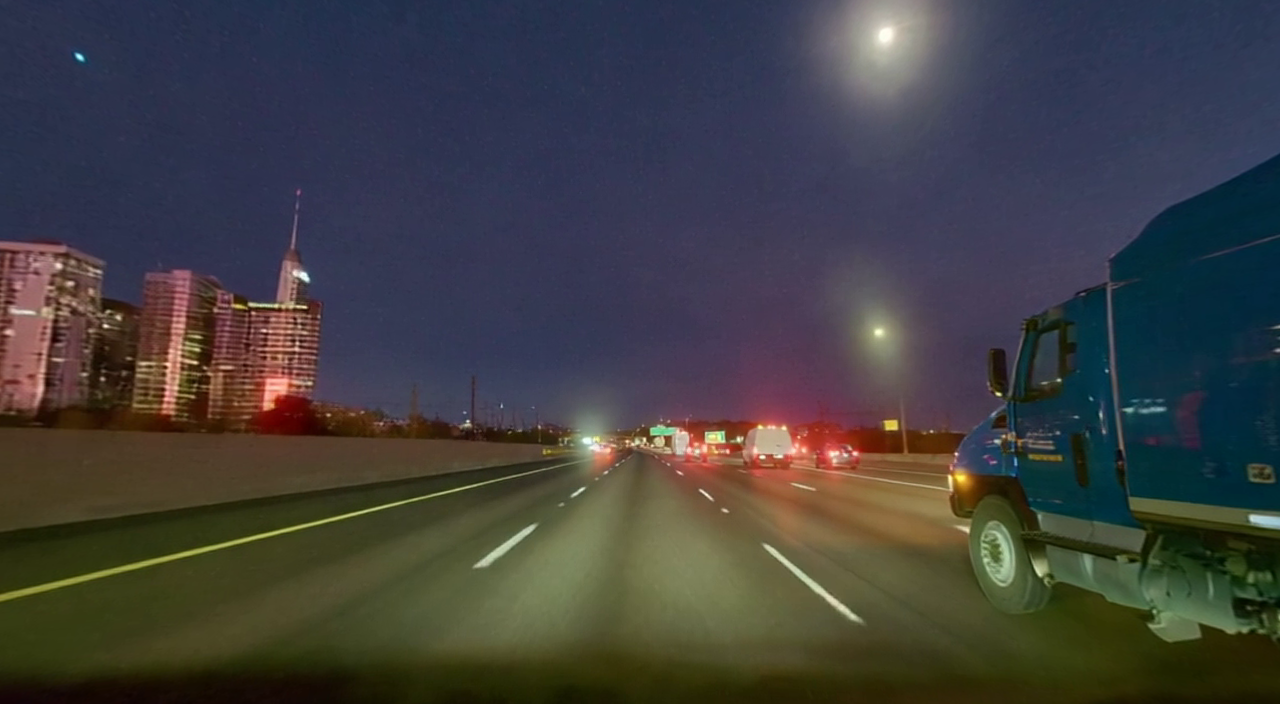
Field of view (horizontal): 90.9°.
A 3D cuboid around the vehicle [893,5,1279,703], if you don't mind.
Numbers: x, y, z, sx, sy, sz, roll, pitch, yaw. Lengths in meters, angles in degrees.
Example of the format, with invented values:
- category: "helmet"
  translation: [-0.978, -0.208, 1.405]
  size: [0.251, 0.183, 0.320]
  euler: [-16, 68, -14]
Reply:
- category: "vehicle"
  translation: [3.333, 0.154, 1.486]
  size: [2.436, 2.745, 7.034]
  euler: [0, -8, -1]

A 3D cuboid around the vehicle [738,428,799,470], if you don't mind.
- category: "vehicle"
  translation: [7.265, 5.547, 36.315]
  size: [2.301, 2.203, 5.419]
  euler: [0, -8, -1]

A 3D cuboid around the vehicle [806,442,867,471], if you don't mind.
- category: "vehicle"
  translation: [10.781, 5.773, 34.997]
  size: [1.976, 1.474, 4.779]
  euler: [0, -9, 1]

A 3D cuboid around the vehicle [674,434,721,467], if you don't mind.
- category: "vehicle"
  translation: [3.655, 6.415, 41.259]
  size: [2.464, 1.961, 5.520]
  euler: [0, -8, -1]
